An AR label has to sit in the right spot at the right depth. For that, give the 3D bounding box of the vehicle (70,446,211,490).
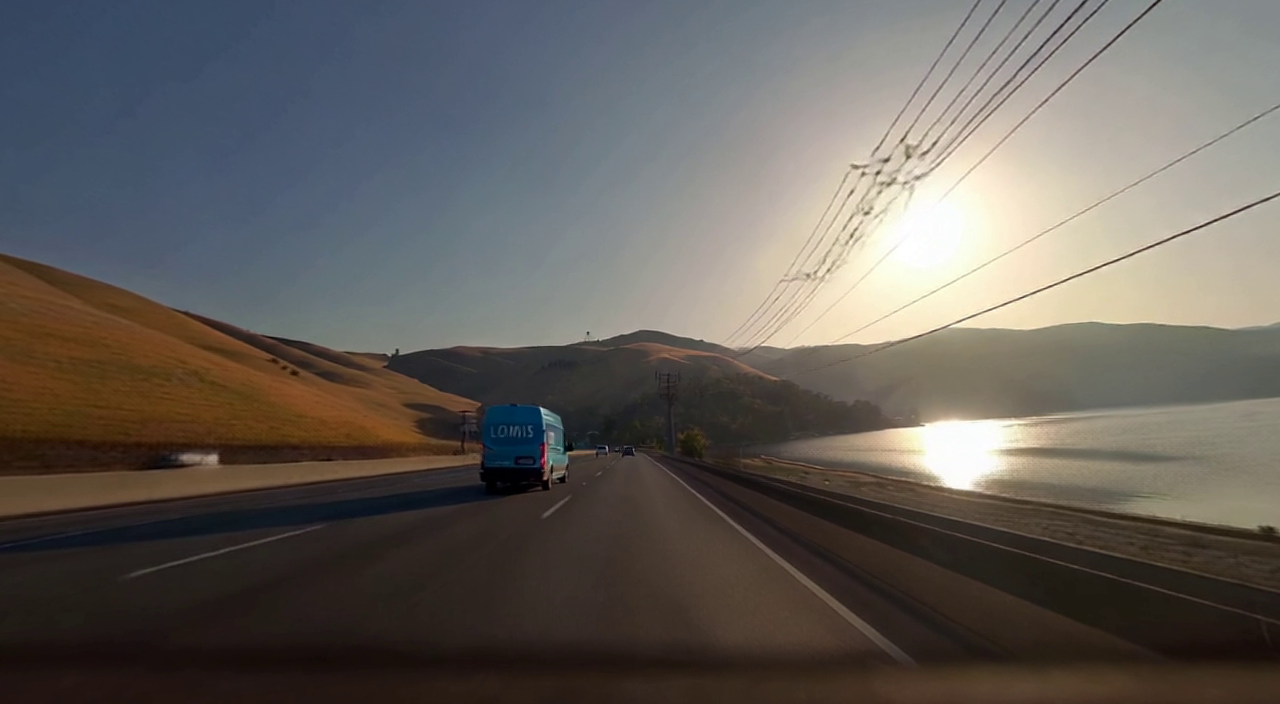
[{"bbox_3d":[-21.209,4.900,27.180,2.097,1.681,4.817,0,-8,0],"label":"vehicle"}]

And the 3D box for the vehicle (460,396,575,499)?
[{"bbox_3d":[-3.640,3.056,20.408,2.331,2.757,6.581,0,-8,0],"label":"vehicle"}]
